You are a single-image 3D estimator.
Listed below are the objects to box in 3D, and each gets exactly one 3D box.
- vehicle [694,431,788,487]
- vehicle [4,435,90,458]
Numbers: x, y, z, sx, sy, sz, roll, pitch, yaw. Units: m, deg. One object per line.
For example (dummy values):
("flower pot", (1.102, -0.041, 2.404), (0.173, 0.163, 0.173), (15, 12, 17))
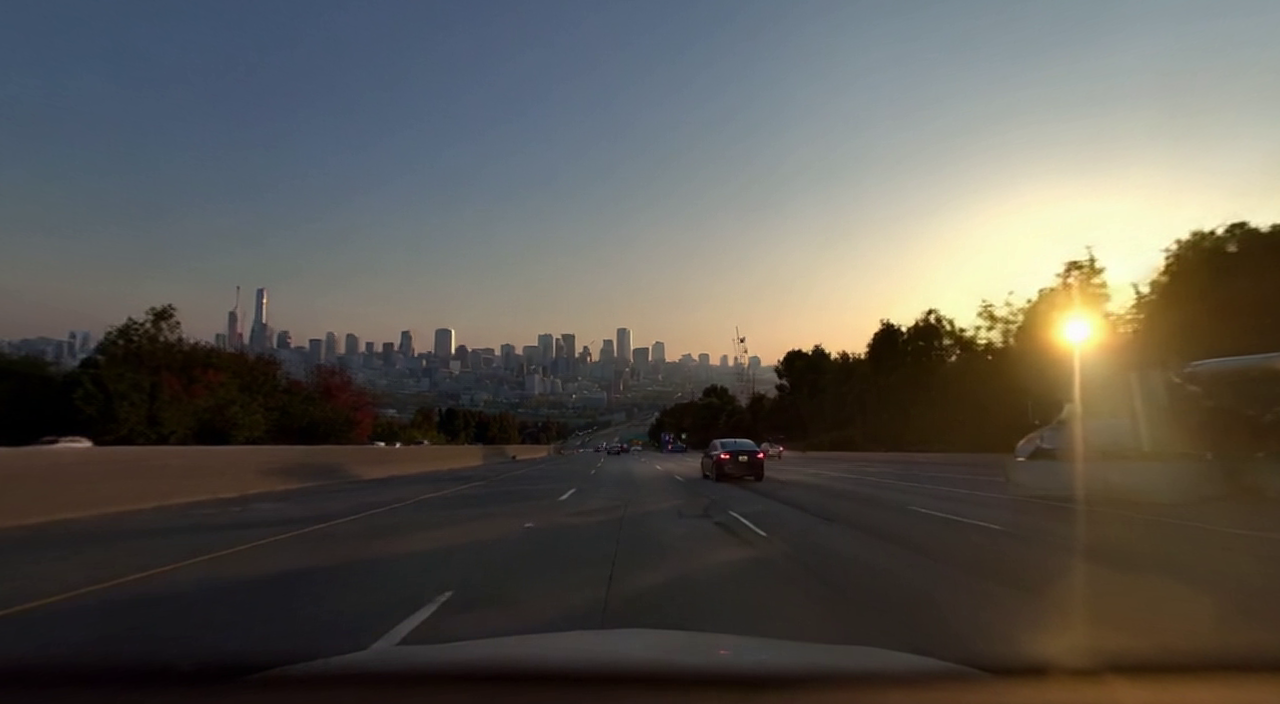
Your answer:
("vehicle", (3.320, 3.634, 21.797), (2.305, 1.729, 4.526), (0, -8, -3))
("vehicle", (-46.504, 7.436, 49.726), (2.138, 1.643, 4.956), (0, -8, -3))
